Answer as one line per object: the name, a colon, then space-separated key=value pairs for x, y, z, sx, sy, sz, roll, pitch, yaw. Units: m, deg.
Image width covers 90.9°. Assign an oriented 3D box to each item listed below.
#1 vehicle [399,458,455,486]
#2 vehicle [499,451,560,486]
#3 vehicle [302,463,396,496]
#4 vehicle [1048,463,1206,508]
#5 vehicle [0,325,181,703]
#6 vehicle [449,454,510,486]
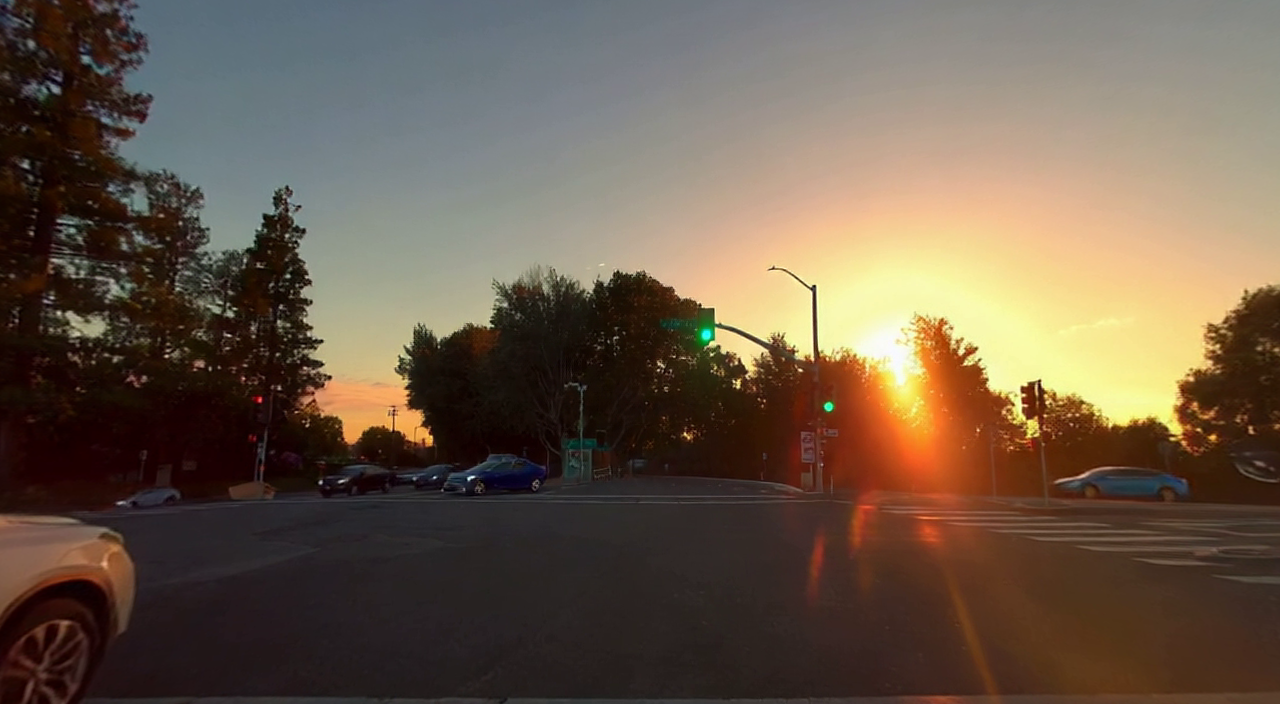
vehicle: x=-16.334 y=9.218 z=48.530 sx=2.111 sy=1.925 sz=4.507 roll=-2 pitch=-9 yaw=10
vehicle: x=-5.172 y=5.532 z=30.254 sx=2.107 sy=1.456 sz=4.728 roll=0 pitch=-8 yaw=0
vehicle: x=-18.340 y=8.023 z=40.018 sx=2.050 sy=1.755 sz=5.135 roll=-5 pitch=-10 yaw=28
vehicle: x=19.865 y=5.442 z=25.954 sx=4.571 sy=1.621 sz=2.113 roll=-2 pitch=-9 yaw=13
vehicle: x=-3.475 y=0.579 z=0.846 sx=2.242 sy=1.761 sz=4.505 roll=0 pitch=-8 yaw=1
vehicle: x=-8.049 y=5.973 z=32.092 sx=1.960 sy=1.433 sz=4.213 roll=0 pitch=-8 yaw=1
